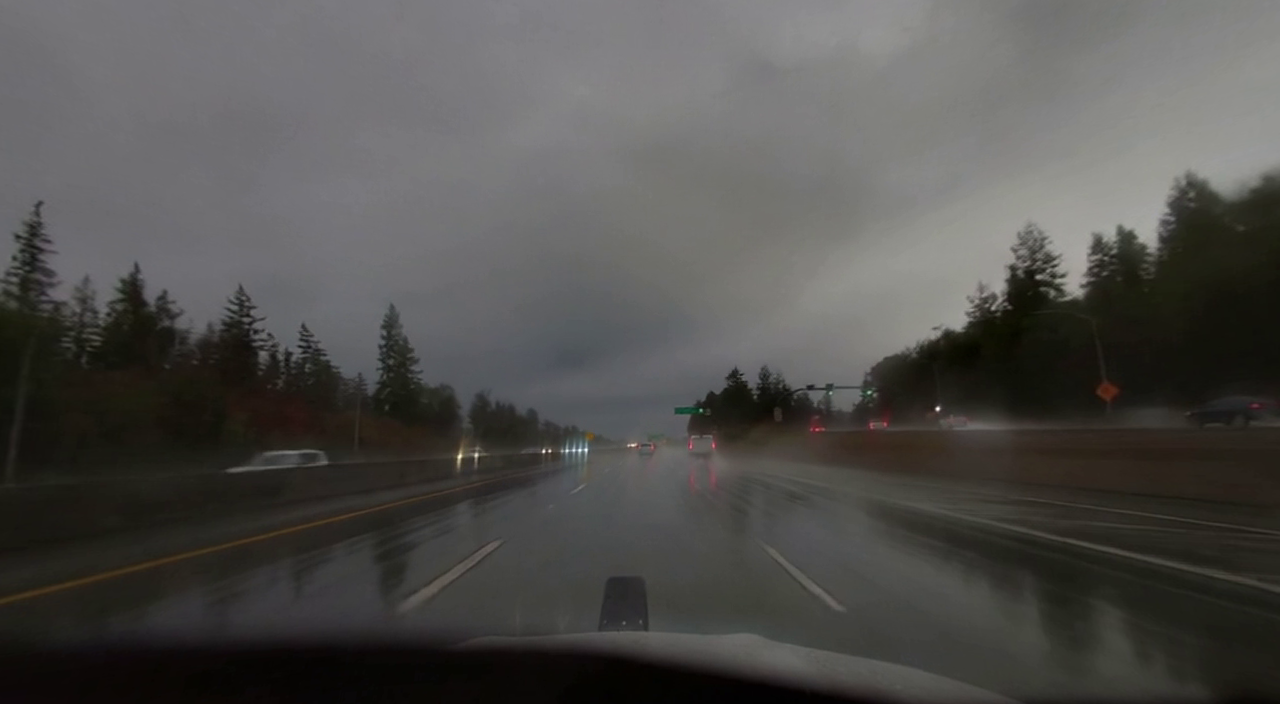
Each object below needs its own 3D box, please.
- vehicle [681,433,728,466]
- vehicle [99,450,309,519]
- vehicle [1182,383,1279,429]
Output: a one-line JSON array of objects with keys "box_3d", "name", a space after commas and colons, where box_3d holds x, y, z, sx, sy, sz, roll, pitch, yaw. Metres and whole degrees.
[{"box_3d": [4.202, 6.482, 42.133, 2.505, 2.020, 5.532, 0, -8, -1], "name": "vehicle"}, {"box_3d": [-10.937, 3.316, 16.415, 1.954, 1.477, 4.834, 0, -8, 1], "name": "vehicle"}, {"box_3d": [23.150, 2.072, 23.618, 1.872, 1.459, 4.502, -1, -8, 4], "name": "vehicle"}]
